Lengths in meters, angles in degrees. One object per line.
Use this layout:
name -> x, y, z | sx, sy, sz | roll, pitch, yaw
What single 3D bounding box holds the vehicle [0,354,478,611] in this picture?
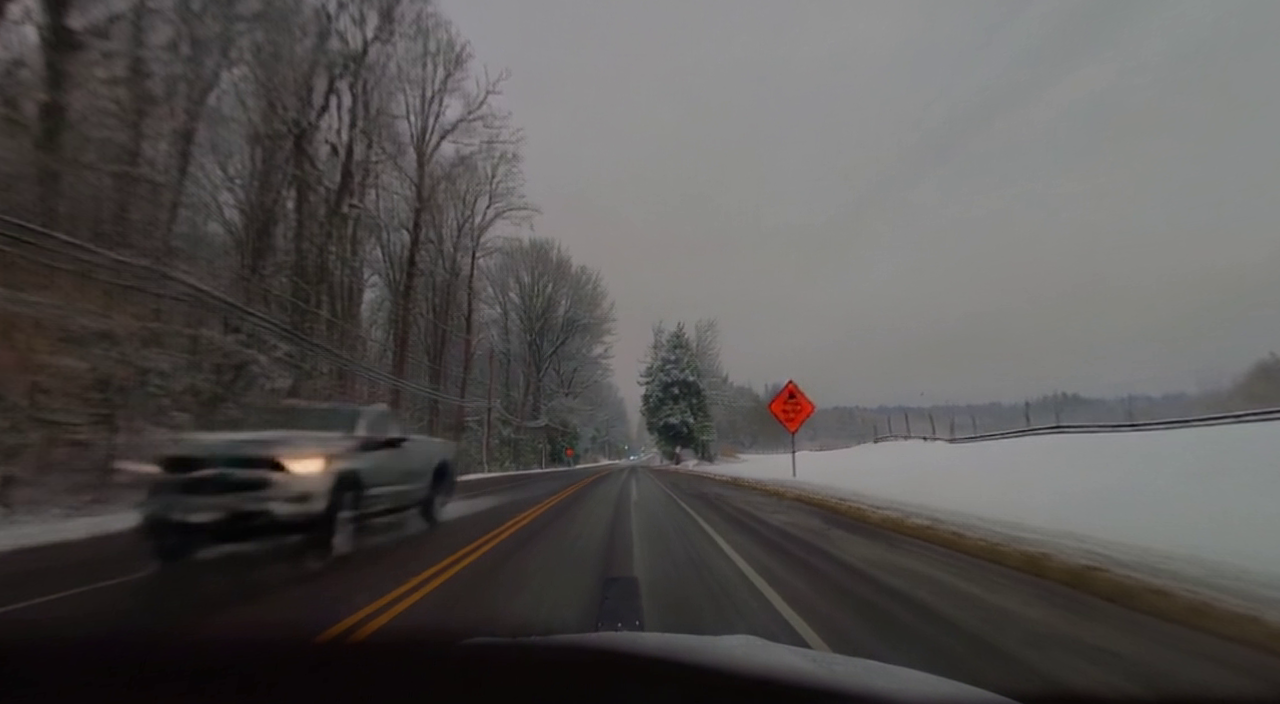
vehicle -> -4.259, 1.531, 8.418 | 2.638, 2.200, 5.867 | 0, -8, 0
